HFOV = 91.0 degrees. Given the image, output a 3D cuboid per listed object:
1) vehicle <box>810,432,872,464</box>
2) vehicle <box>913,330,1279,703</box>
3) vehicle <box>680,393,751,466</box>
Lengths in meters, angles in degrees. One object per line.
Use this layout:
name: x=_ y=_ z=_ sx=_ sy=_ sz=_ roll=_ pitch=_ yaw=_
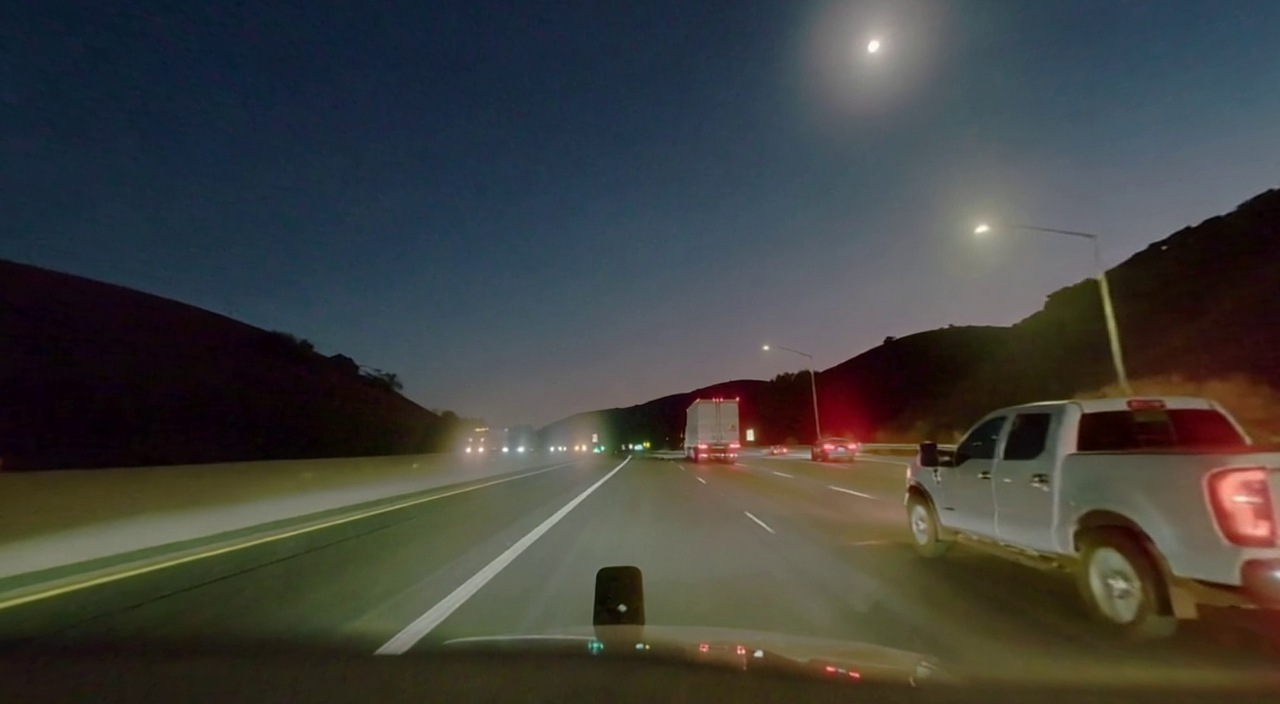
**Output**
vehicle: x=11.802 y=5.667 z=37.329 sx=2.046 sy=1.741 sz=4.769 roll=0 pitch=-9 yaw=0
vehicle: x=3.853 y=1.009 z=4.284 sx=2.055 sy=1.737 sz=4.224 roll=0 pitch=-9 yaw=0
vehicle: x=4.432 y=4.990 z=39.527 sx=3.049 sy=3.968 sz=10.706 roll=0 pitch=-9 yaw=-1
